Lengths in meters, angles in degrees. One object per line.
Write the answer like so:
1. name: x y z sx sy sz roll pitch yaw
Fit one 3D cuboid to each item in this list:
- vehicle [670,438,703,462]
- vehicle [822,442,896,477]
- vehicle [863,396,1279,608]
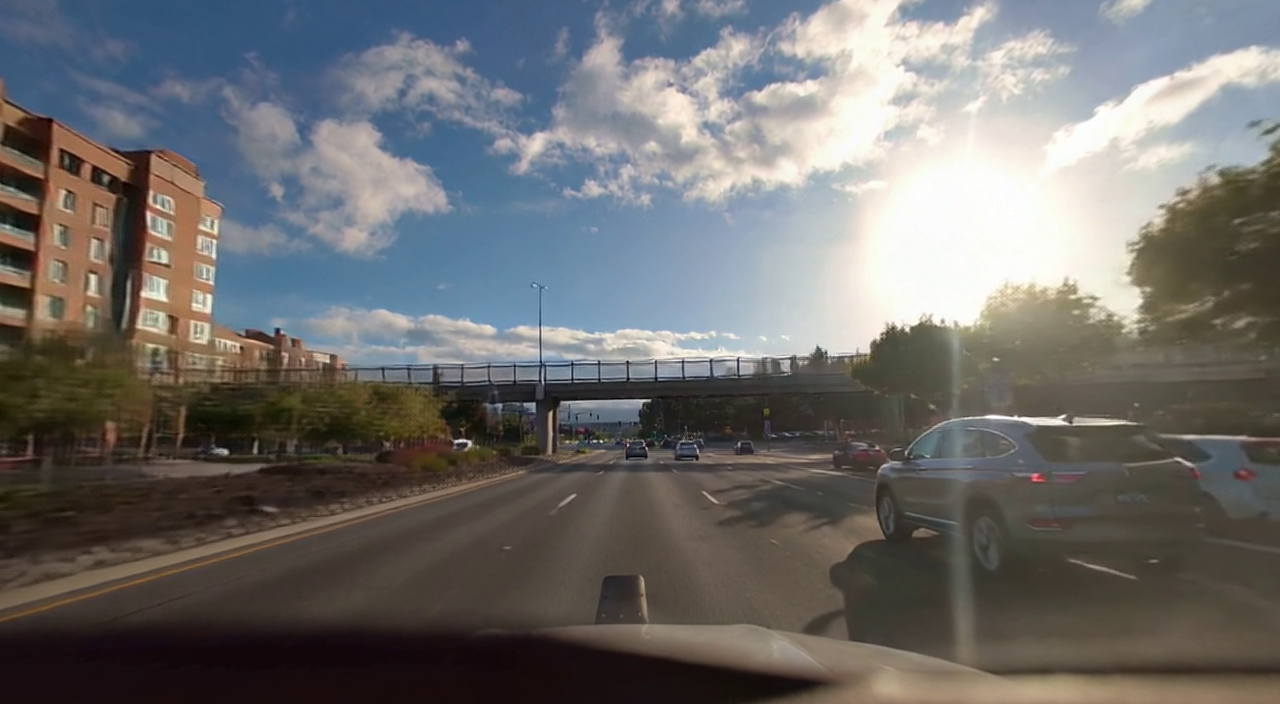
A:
1. vehicle: 3.427 7.338 47.354 2.165 1.708 3.928 0 -8 0
2. vehicle: 10.034 4.928 29.309 1.888 1.468 4.175 0 -8 -1
3. vehicle: 4.609 1.582 7.625 2.130 1.741 4.665 0 -8 0
